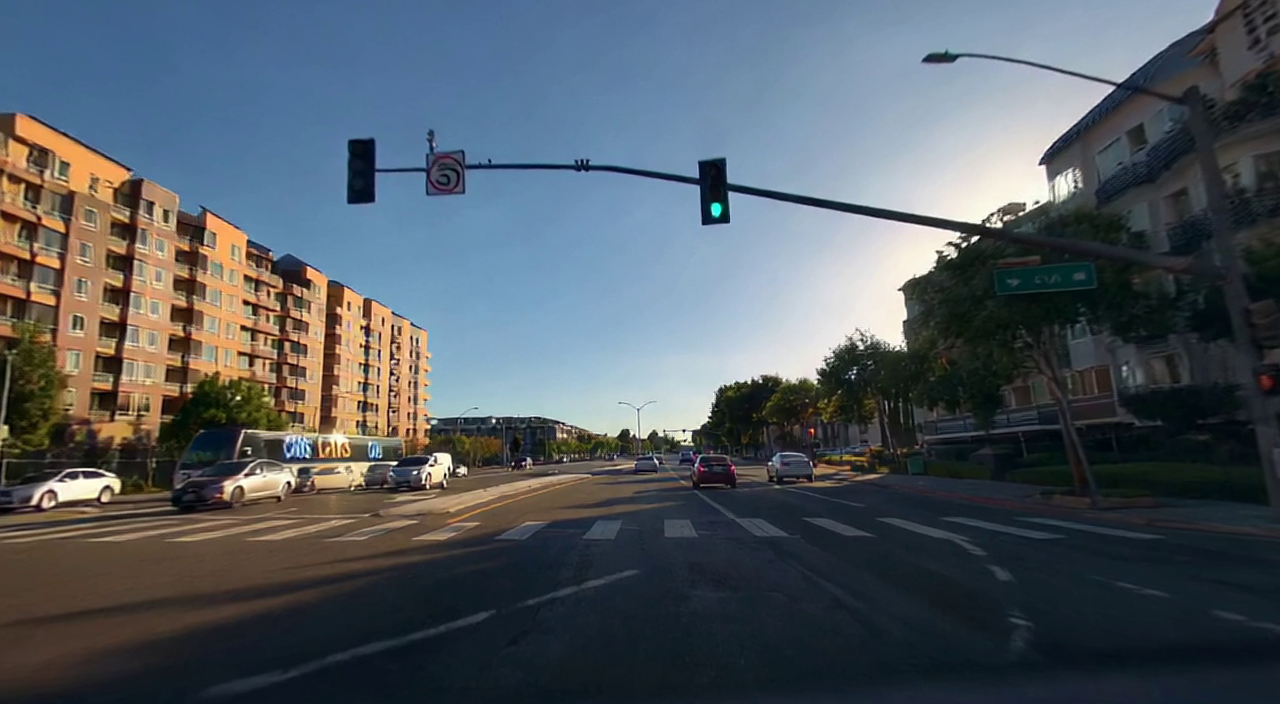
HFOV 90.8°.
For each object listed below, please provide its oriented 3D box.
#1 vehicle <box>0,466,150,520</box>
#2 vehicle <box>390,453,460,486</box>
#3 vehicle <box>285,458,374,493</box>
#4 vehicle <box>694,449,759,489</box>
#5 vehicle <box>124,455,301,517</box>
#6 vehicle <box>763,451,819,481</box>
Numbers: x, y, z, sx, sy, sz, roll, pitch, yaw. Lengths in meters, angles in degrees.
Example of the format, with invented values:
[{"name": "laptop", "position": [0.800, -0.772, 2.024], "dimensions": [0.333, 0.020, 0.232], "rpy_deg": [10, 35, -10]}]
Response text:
[{"name": "vehicle", "position": [-18.802, 4.542, 20.788], "dimensions": [1.803, 1.436, 4.285], "rpy_deg": [-1, -9, 2]}, {"name": "vehicle", "position": [-11.237, 6.146, 33.345], "dimensions": [1.919, 1.602, 4.346], "rpy_deg": [-1, -9, 3]}, {"name": "vehicle", "position": [-14.806, 5.895, 30.427], "dimensions": [1.918, 1.485, 4.412], "rpy_deg": [-1, -9, 2]}, {"name": "vehicle", "position": [3.490, 4.807, 26.389], "dimensions": [2.020, 1.479, 4.650], "rpy_deg": [0, -9, 0]}, {"name": "vehicle", "position": [-11.894, 3.717, 17.995], "dimensions": [2.026, 1.478, 4.086], "rpy_deg": [-1, -9, 3]}, {"name": "vehicle", "position": [7.844, 5.931, 33.168], "dimensions": [1.932, 1.439, 4.159], "rpy_deg": [0, -9, 0]}]
